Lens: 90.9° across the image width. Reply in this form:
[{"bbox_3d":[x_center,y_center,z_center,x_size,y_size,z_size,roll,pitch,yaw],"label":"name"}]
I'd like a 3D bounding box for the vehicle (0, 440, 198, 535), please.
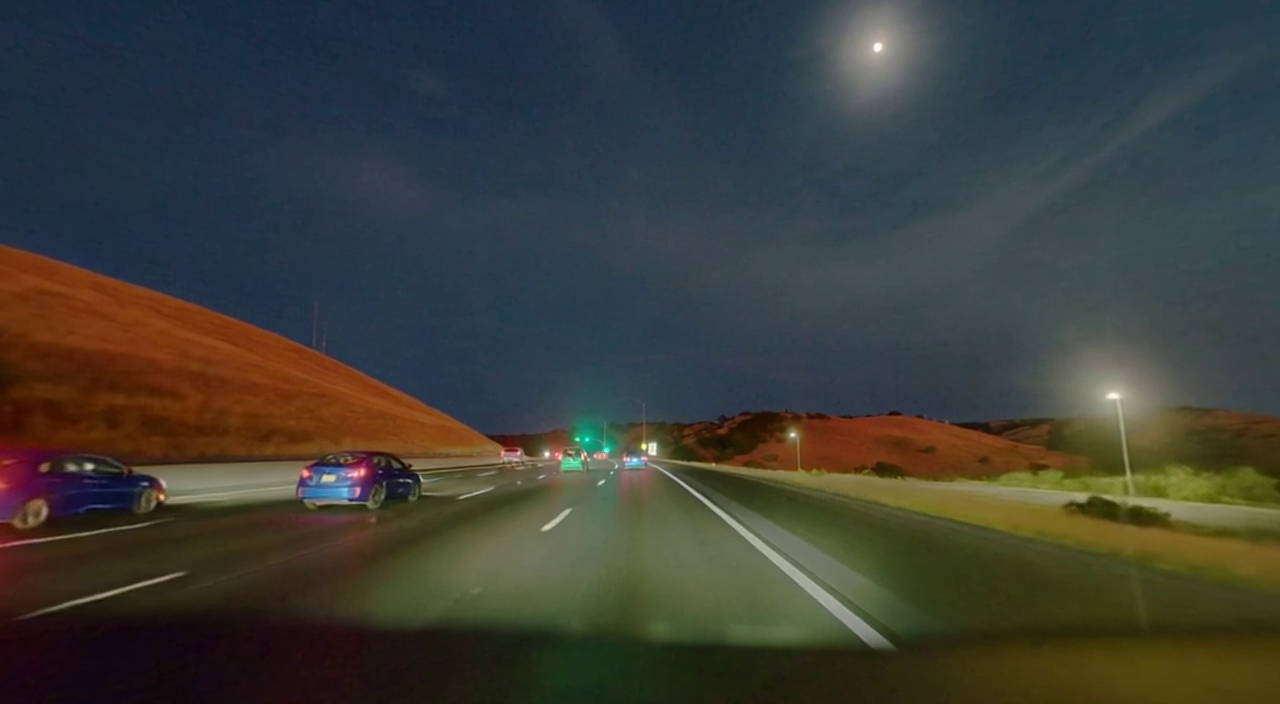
[{"bbox_3d":[-11.202,2.435,11.948,2.048,1.501,4.898,0,-8,1],"label":"vehicle"}]

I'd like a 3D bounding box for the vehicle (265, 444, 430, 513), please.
[{"bbox_3d":[-7.027,3.040,15.741,1.991,1.441,4.265,0,-8,1],"label":"vehicle"}]

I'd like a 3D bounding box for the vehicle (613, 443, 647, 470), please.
[{"bbox_3d":[-0.726,6.995,42.581,2.225,1.674,4.044,0,-8,-2],"label":"vehicle"}]

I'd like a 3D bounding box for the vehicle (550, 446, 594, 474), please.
[{"bbox_3d":[-3.921,6.319,37.166,2.144,1.505,4.649,0,-8,-1],"label":"vehicle"}]
